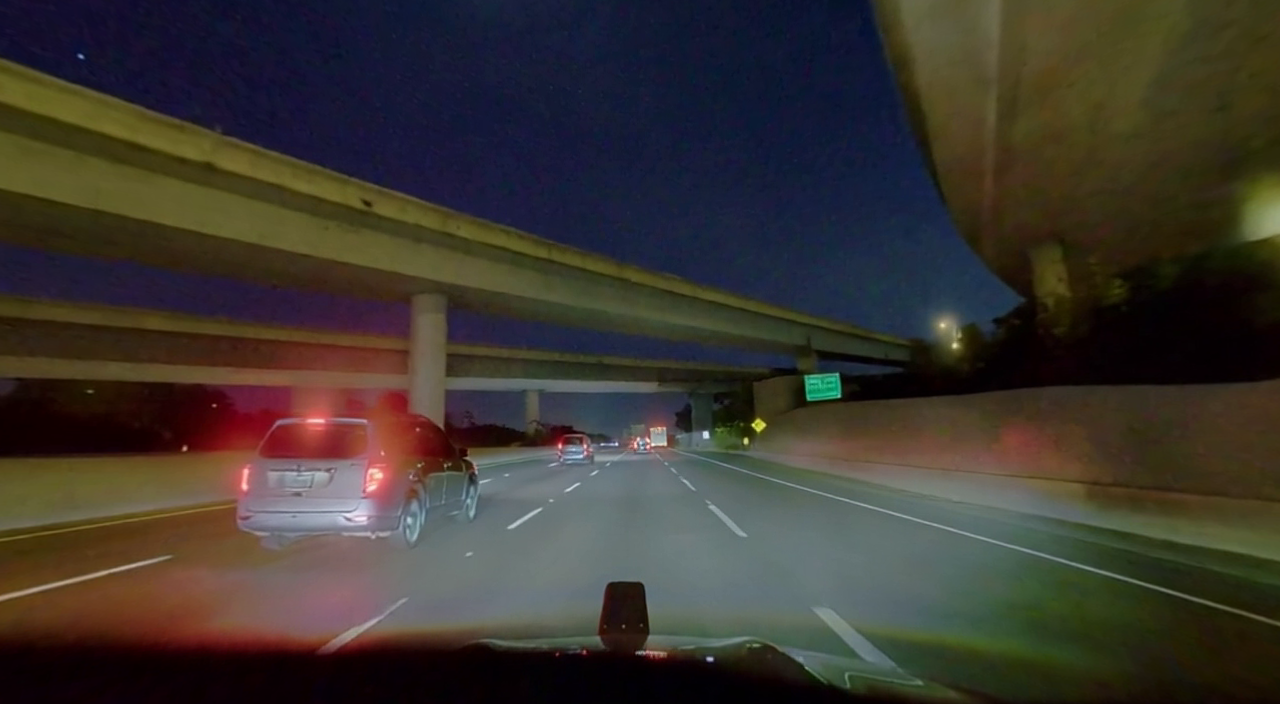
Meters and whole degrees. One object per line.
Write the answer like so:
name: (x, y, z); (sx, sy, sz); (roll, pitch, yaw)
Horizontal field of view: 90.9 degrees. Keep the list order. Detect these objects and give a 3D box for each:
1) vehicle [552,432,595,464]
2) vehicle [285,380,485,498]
vehicle: (-4.104, 6.062, 39.818); (2.147, 1.918, 4.834); (0, -8, 1)
vehicle: (-7.378, 2.815, 19.860); (2.872, 2.890, 7.923); (1, -9, 0)
